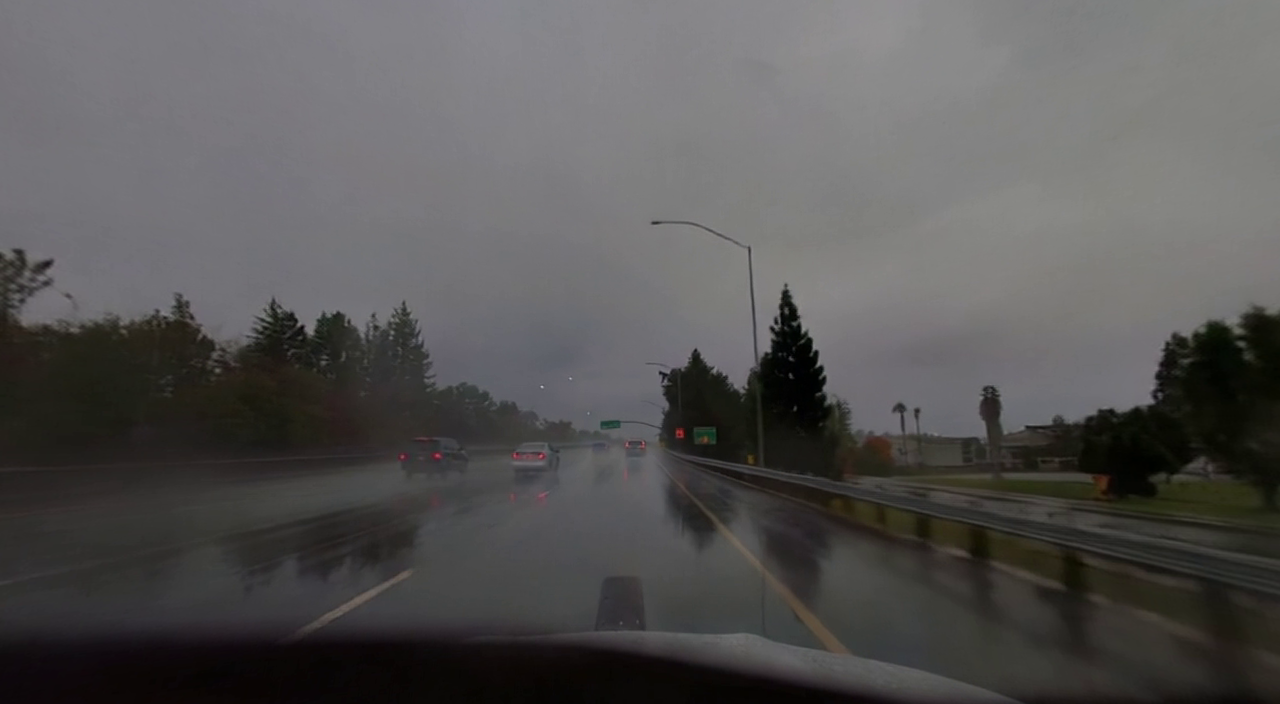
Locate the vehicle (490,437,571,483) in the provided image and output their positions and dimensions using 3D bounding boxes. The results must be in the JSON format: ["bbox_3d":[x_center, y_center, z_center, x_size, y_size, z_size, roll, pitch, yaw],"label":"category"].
[{"bbox_3d":[-4.032,4.088,24.168,2.102,1.562,4.884,-1,-9,2],"label":"vehicle"}]

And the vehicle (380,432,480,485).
[{"bbox_3d":[-7.819,3.992,24.047,2.091,1.795,4.617,-1,-9,2],"label":"vehicle"}]

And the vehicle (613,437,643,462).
[{"bbox_3d":[-0.880,7.425,48.209,2.179,1.742,4.396,0,-8,0],"label":"vehicle"}]
